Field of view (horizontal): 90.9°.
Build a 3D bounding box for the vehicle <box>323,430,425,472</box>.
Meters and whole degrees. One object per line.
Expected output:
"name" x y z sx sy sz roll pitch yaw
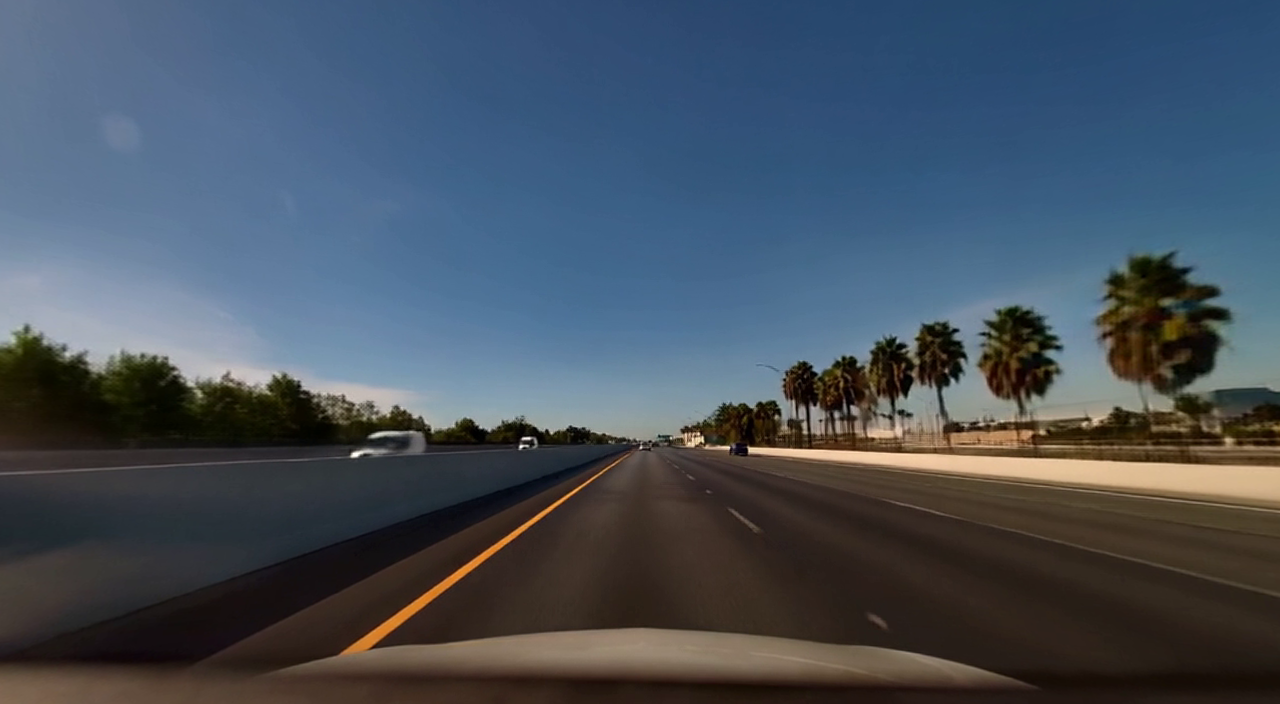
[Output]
"vehicle" -13.451 5.094 32.533 2.479 1.928 6.337 0 -8 1
